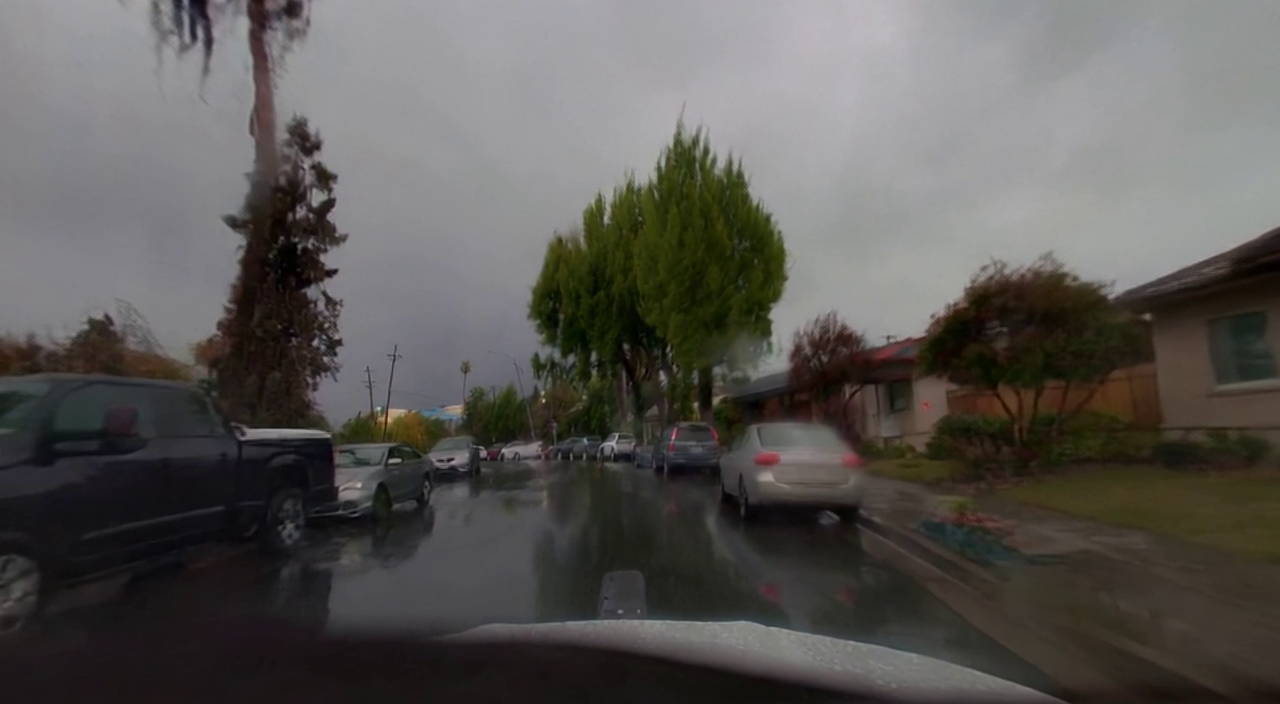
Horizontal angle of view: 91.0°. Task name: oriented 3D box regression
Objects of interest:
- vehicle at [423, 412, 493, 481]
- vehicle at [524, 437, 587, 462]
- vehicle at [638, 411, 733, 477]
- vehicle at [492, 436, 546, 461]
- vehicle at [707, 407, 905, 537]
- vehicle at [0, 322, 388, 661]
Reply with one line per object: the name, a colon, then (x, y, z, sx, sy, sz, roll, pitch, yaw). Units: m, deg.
vehicle: (-7.806, 4.047, 26.894, 2.337, 2.289, 6.092, -5, -7, -18)
vehicle: (-5.692, 6.428, 41.691, 2.108, 1.503, 4.977, 6, -10, -34)
vehicle: (1.420, 3.199, 21.877, 2.139, 1.997, 4.864, 1, -8, -10)
vehicle: (-8.929, 7.061, 46.082, 1.918, 1.753, 4.655, 6, -10, -38)
vehicle: (2.386, 1.885, 10.471, 2.076, 1.658, 4.604, 0, -8, 1)
vehicle: (-5.353, 1.237, 6.375, 2.624, 2.178, 6.522, -1, -8, 3)
